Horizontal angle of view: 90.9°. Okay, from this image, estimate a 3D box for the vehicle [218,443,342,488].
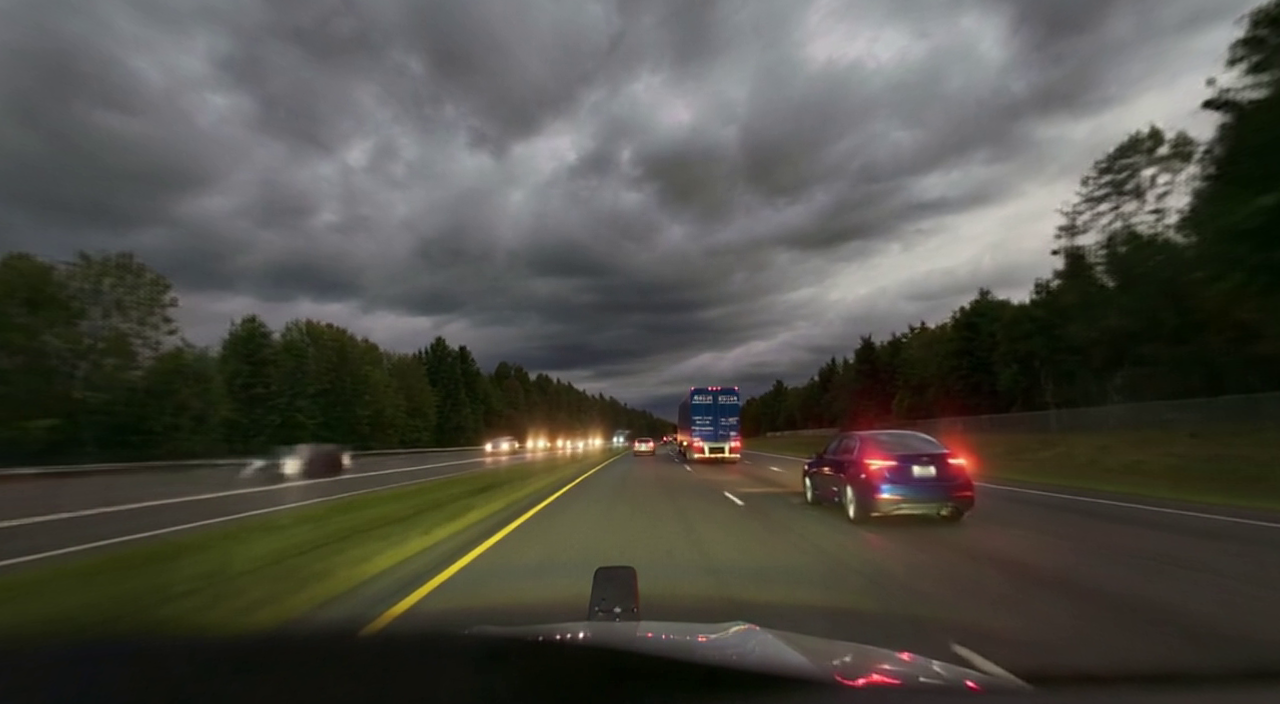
[{"bbox_3d":[-13.600,4.287,24.228,1.967,1.455,4.695,-1,-8,1],"label":"vehicle"}]

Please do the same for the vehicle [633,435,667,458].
[{"bbox_3d":[0.703,6.575,43.915,2.209,1.499,4.144,-1,-8,1],"label":"vehicle"}]

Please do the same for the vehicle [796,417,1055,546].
[{"bbox_3d":[4.083,1.886,9.986,2.028,1.573,4.207,0,-8,-1],"label":"vehicle"}]

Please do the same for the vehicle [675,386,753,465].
[{"bbox_3d":[4.232,4.730,39.661,3.171,4.072,13.784,0,-8,0],"label":"vehicle"}]
